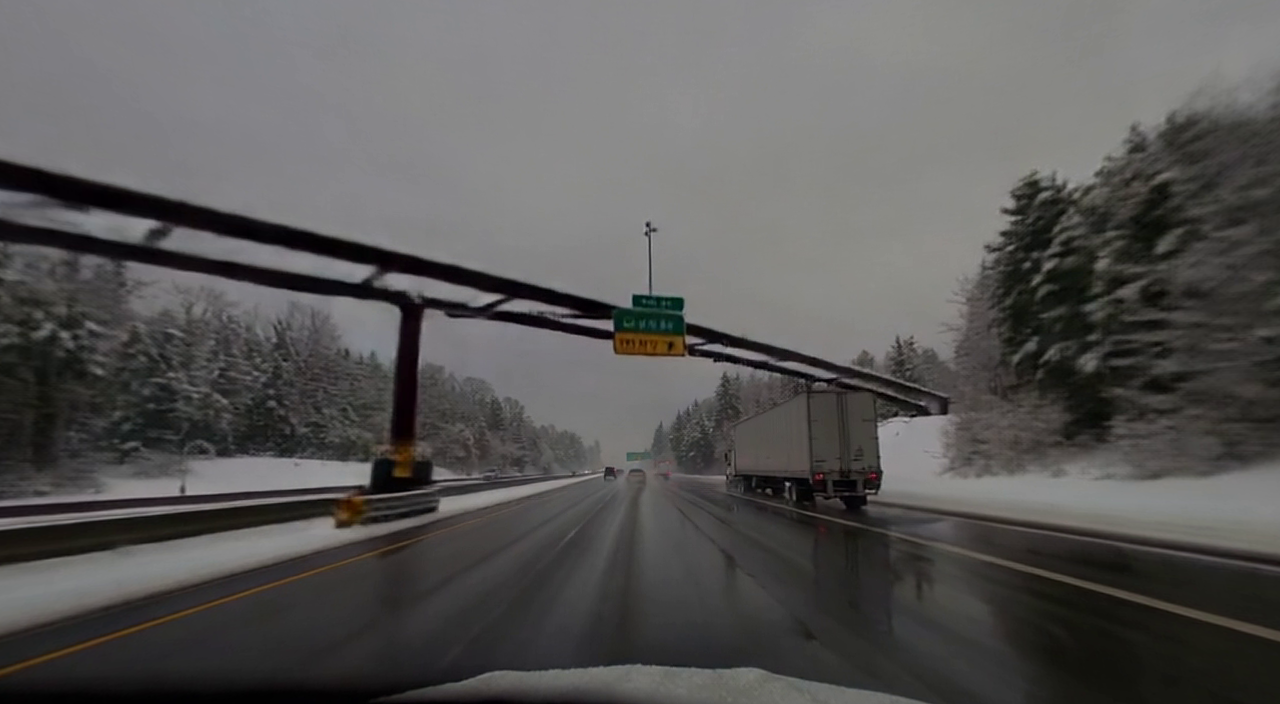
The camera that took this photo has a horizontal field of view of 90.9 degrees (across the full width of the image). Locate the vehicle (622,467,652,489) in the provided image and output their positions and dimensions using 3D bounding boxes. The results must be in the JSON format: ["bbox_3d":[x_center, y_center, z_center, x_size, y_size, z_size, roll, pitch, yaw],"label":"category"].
[{"bbox_3d":[-0.216,9.024,45.332,2.029,1.459,3.684,1,-10,-1],"label":"vehicle"}]

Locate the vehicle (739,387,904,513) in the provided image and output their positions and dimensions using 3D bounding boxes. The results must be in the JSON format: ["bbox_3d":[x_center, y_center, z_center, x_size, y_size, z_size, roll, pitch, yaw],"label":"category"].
[{"bbox_3d":[7.006,4.459,27.526,2.926,4.073,13.836,1,-10,-1],"label":"vehicle"}]
